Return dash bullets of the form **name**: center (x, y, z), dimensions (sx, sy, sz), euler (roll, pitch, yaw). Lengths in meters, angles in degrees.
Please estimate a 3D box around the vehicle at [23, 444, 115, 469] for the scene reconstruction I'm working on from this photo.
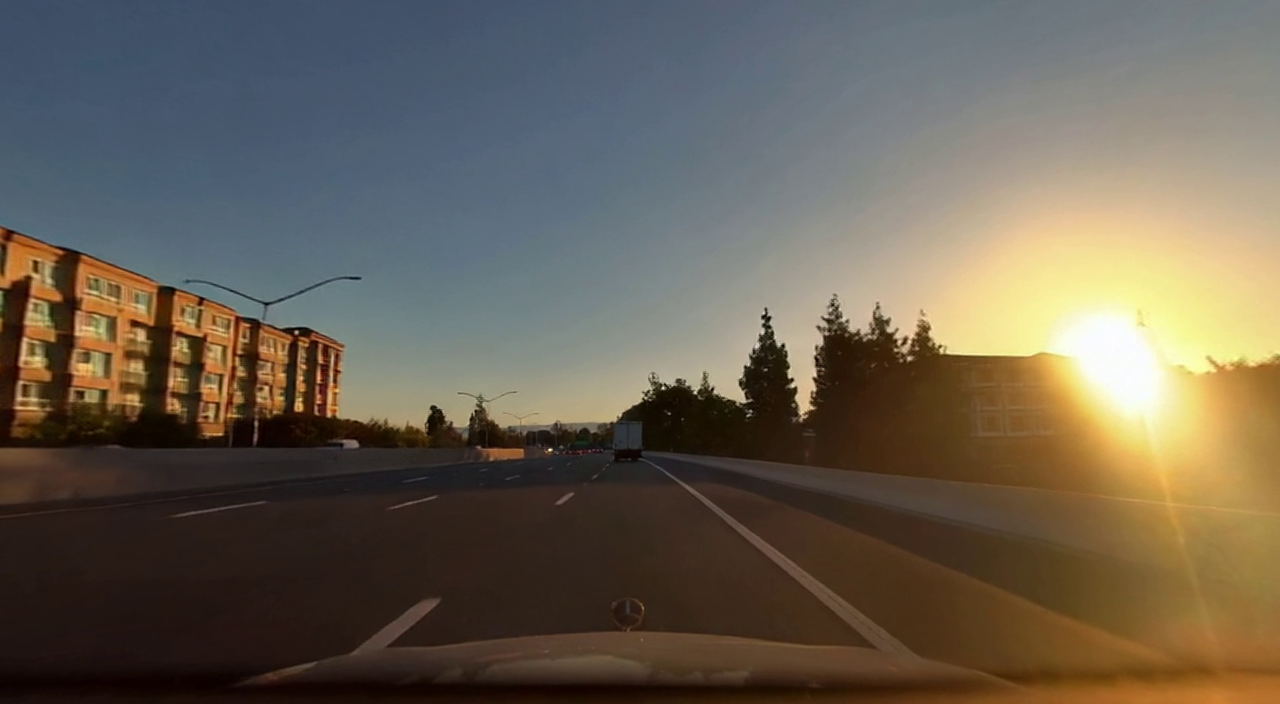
- **vehicle**: center (-36.833, 6.727, 40.833), dimensions (1.788, 1.473, 4.505), euler (0, -8, -1)
